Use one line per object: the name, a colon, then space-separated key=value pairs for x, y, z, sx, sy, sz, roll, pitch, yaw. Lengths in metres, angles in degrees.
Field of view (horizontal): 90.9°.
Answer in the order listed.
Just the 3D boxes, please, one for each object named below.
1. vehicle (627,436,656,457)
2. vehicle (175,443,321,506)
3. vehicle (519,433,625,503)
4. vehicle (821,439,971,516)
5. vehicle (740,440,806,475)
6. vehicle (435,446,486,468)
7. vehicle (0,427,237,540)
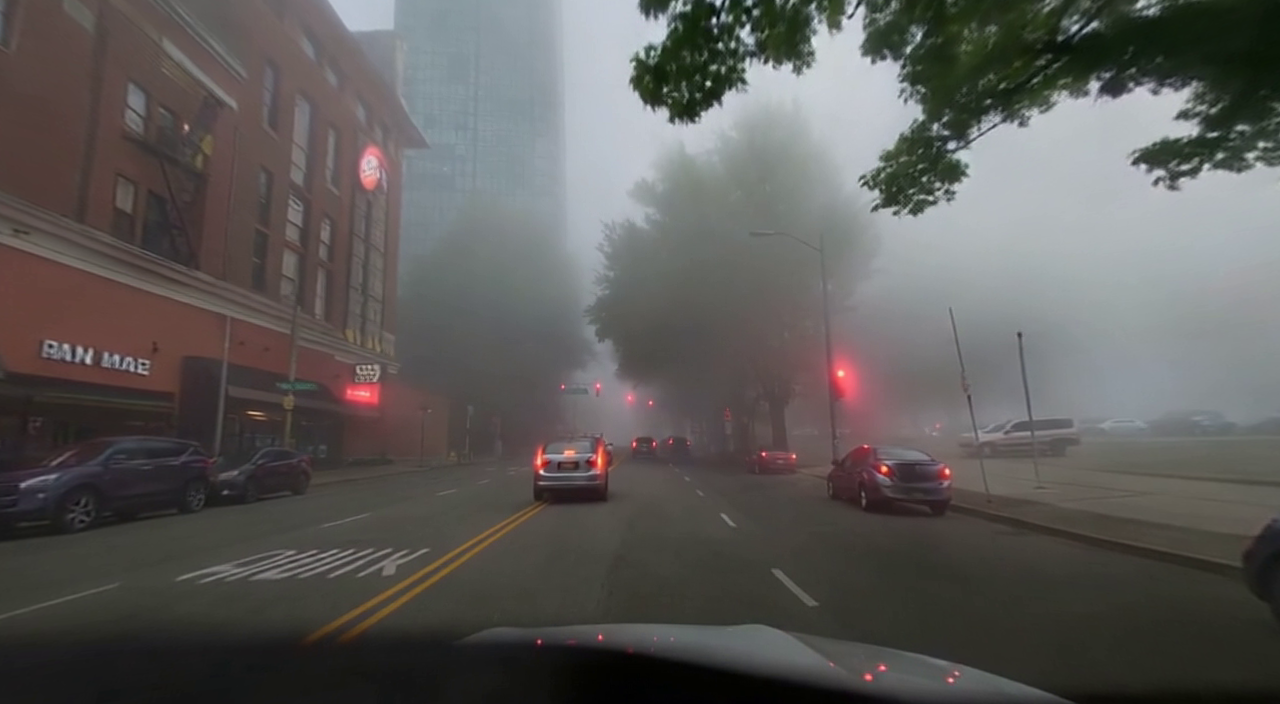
vehicle: x=0.088 y=7.217 z=48.244 sx=2.102 sy=1.521 sz=4.078 roll=0 pitch=-8 yaw=-1
vehicle: x=-12.575 y=3.915 z=20.660 sx=2.000 sy=1.708 sz=4.494 roll=-3 pitch=-8 yaw=-1
vehicle: x=-1.640 y=2.731 z=15.301 sx=2.169 sy=1.427 sz=4.531 roll=1 pitch=-9 yaw=-6
vehicle: x=5.802 y=2.869 z=14.901 sx=1.986 sy=1.555 sz=3.879 roll=0 pitch=-8 yaw=1
vehicle: x=5.992 y=4.790 z=28.914 sx=1.956 sy=1.446 sz=4.537 roll=0 pitch=-8 yaw=-1
vehicle: x=-12.440 y=7.289 z=43.995 sx=2.075 sy=1.472 sz=4.638 roll=0 pitch=-8 yaw=2
vehicle: x=-12.597 y=2.870 z=14.657 sx=2.384 sy=2.044 sz=6.030 roll=0 pitch=-8 yaw=1
